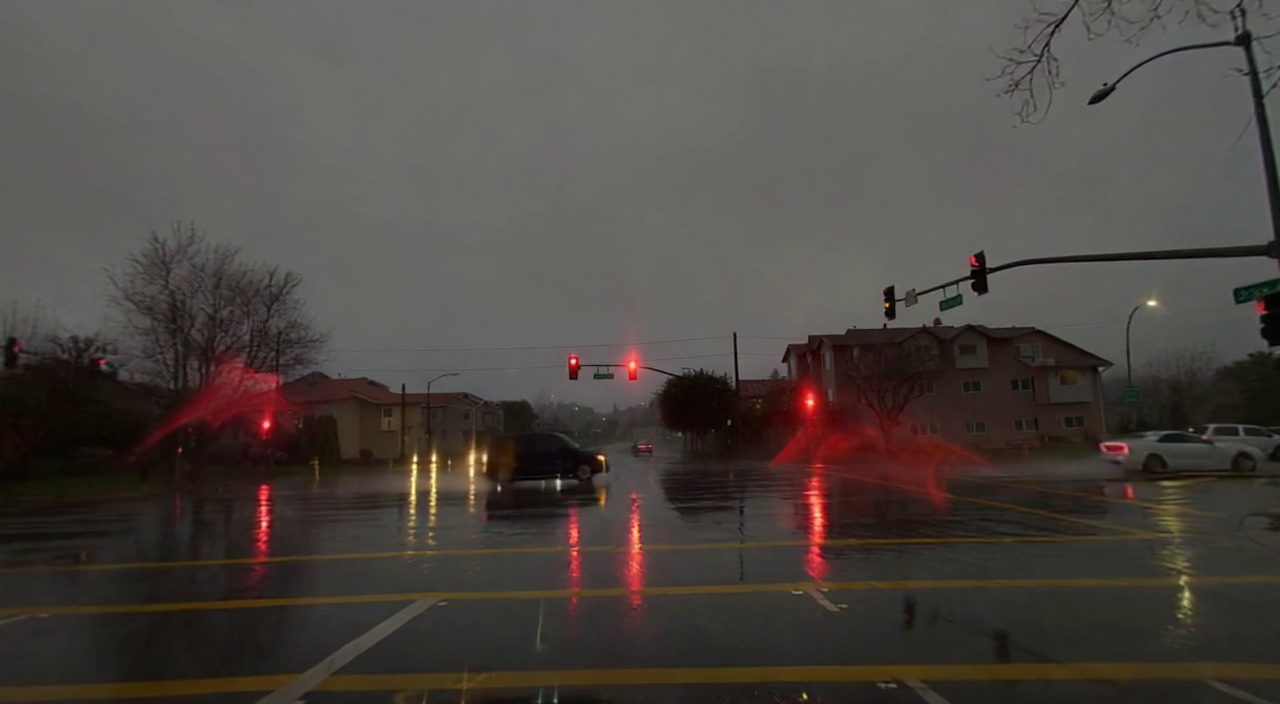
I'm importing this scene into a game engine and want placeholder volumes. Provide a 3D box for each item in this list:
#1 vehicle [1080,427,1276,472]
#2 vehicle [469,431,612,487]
[{"bbox_3d":[18.280,3.333,21.659,4.823,1.449,2.017,0,-9,0],"label":"vehicle"},{"bbox_3d":[-3.203,3.554,21.103,4.431,1.739,1.935,0,-9,0],"label":"vehicle"}]
